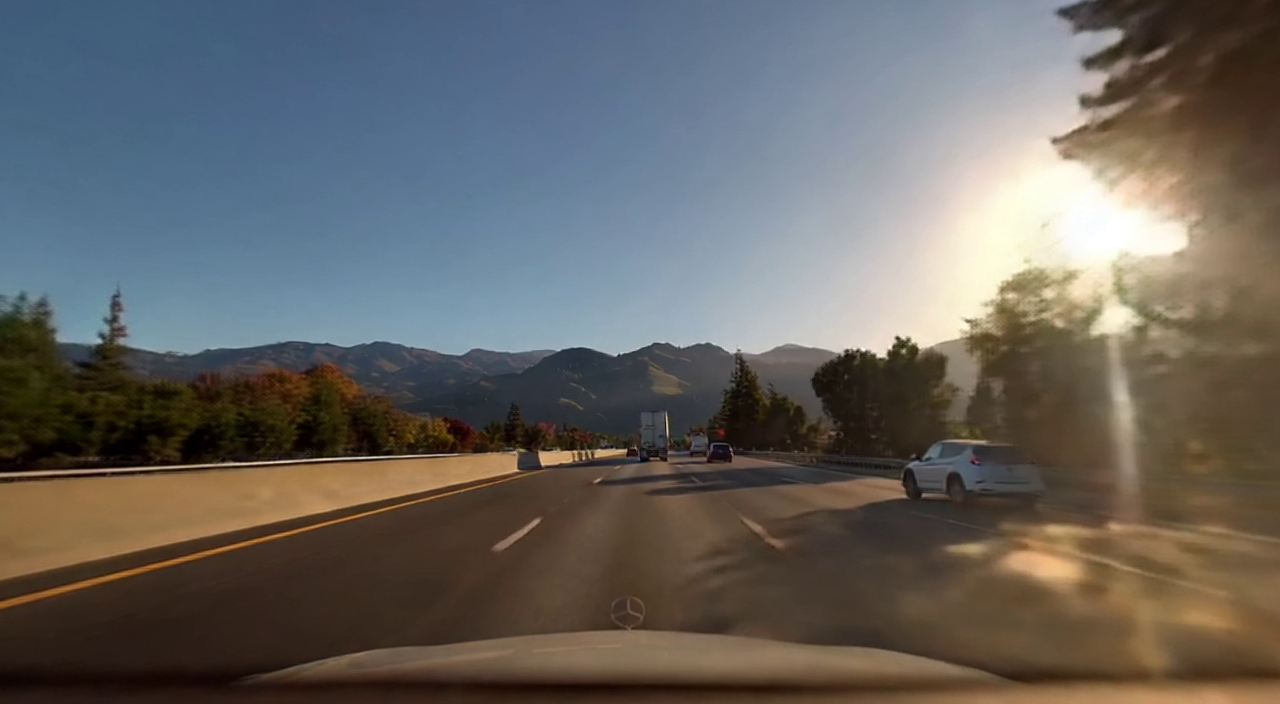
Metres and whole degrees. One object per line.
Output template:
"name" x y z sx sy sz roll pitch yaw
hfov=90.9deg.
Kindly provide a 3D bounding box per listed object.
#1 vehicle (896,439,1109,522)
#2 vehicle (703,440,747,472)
"vehicle" 7.254 2.585 13.244 1.982 1.440 4.171 0 -9 0
"vehicle" 4.579 5.655 34.490 1.880 1.624 3.941 0 -9 1
